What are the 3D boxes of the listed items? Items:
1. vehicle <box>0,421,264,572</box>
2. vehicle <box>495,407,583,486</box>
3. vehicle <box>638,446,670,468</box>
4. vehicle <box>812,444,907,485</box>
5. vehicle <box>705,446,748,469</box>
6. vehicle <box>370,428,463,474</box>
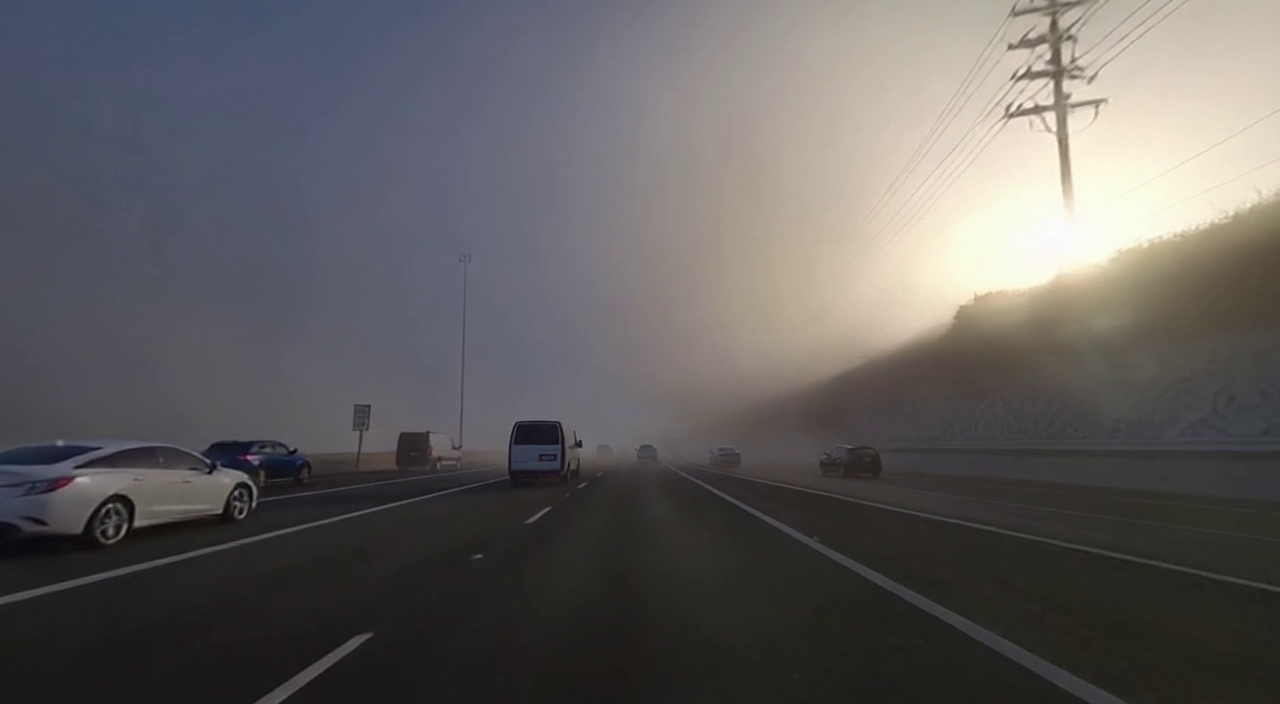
[{"bbox_3d":[-7.543,1.823,8.691,1.967,1.525,4.458,0,-9,-1],"label":"vehicle"},{"bbox_3d":[-3.692,3.642,24.381,2.395,2.660,5.827,0,-9,0],"label":"vehicle"},{"bbox_3d":[0.965,7.445,44.821,2.084,1.492,4.137,0,-9,-1],"label":"vehicle"},{"bbox_3d":[8.623,4.451,25.200,2.052,1.470,4.364,0,-9,-3],"label":"vehicle"},{"bbox_3d":[6.086,7.473,44.734,2.095,1.504,4.536,0,-9,-4],"label":"vehicle"},{"bbox_3d":[-11.425,5.143,32.889,2.596,2.162,6.328,0,-9,0],"label":"vehicle"}]
